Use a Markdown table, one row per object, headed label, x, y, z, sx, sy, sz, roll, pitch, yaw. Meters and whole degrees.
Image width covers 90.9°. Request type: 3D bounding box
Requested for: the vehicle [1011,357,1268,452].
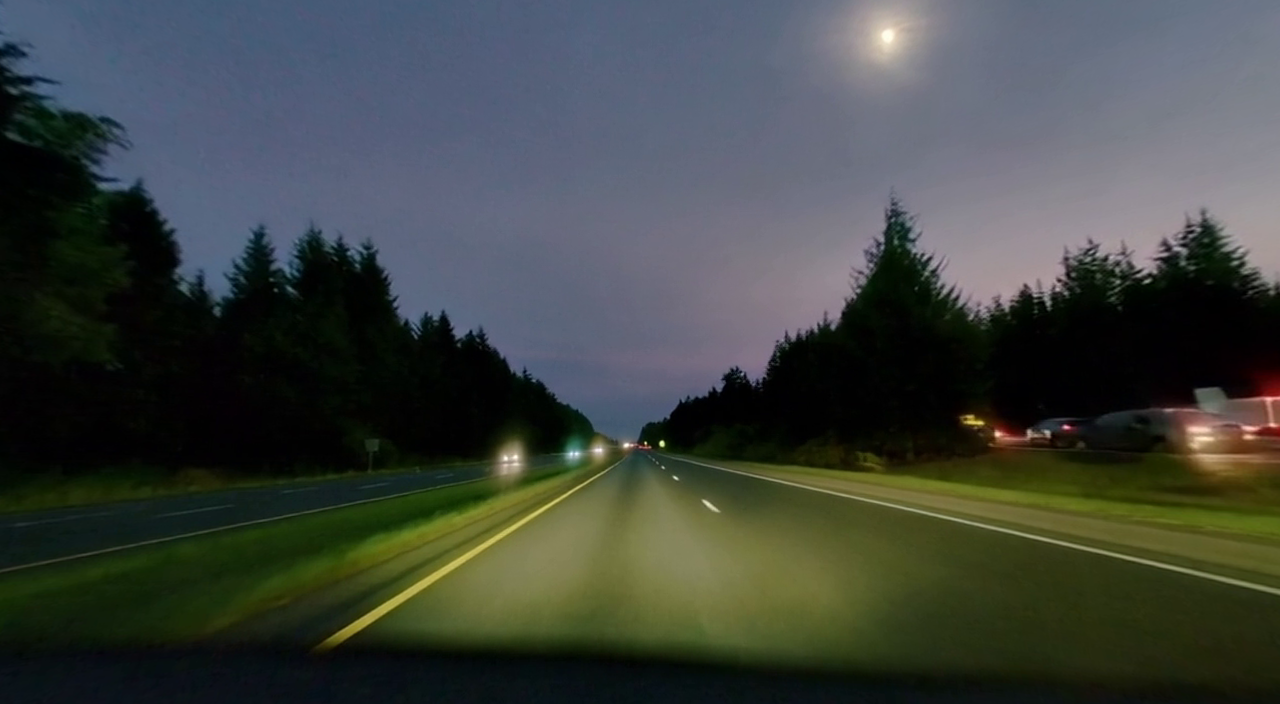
| label | x | y | z | sx | sy | sz | roll | pitch | yaw |
| --- | --- | --- | --- | --- | --- | --- | --- | --- | --- |
| vehicle | 25.783 | 3.347 | 34.383 | 2.909 | 4.099 | 14.187 | 0 | -9 | 2 |
